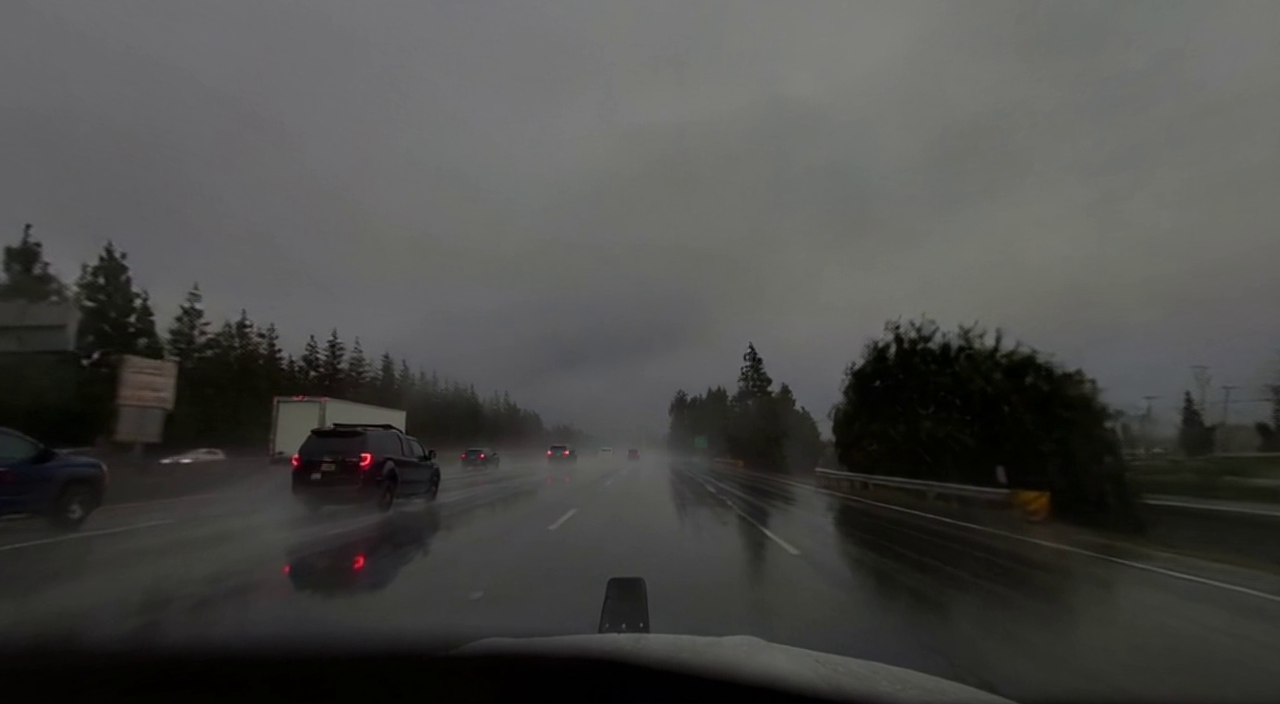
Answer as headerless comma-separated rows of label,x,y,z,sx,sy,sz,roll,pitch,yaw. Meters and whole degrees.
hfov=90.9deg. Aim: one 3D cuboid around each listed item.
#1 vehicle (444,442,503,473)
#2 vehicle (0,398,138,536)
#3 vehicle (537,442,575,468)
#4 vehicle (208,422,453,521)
vehicle,-9.540,6.082,36.570,2.060,1.662,4.469,0,-8,2
vehicle,-10.293,1.513,8.136,2.576,1.922,6.067,0,-8,1
vehicle,-5.944,7.328,45.136,2.009,1.735,4.358,0,-8,1
vehicle,-6.502,2.608,14.534,2.403,1.773,6.276,0,-8,1
